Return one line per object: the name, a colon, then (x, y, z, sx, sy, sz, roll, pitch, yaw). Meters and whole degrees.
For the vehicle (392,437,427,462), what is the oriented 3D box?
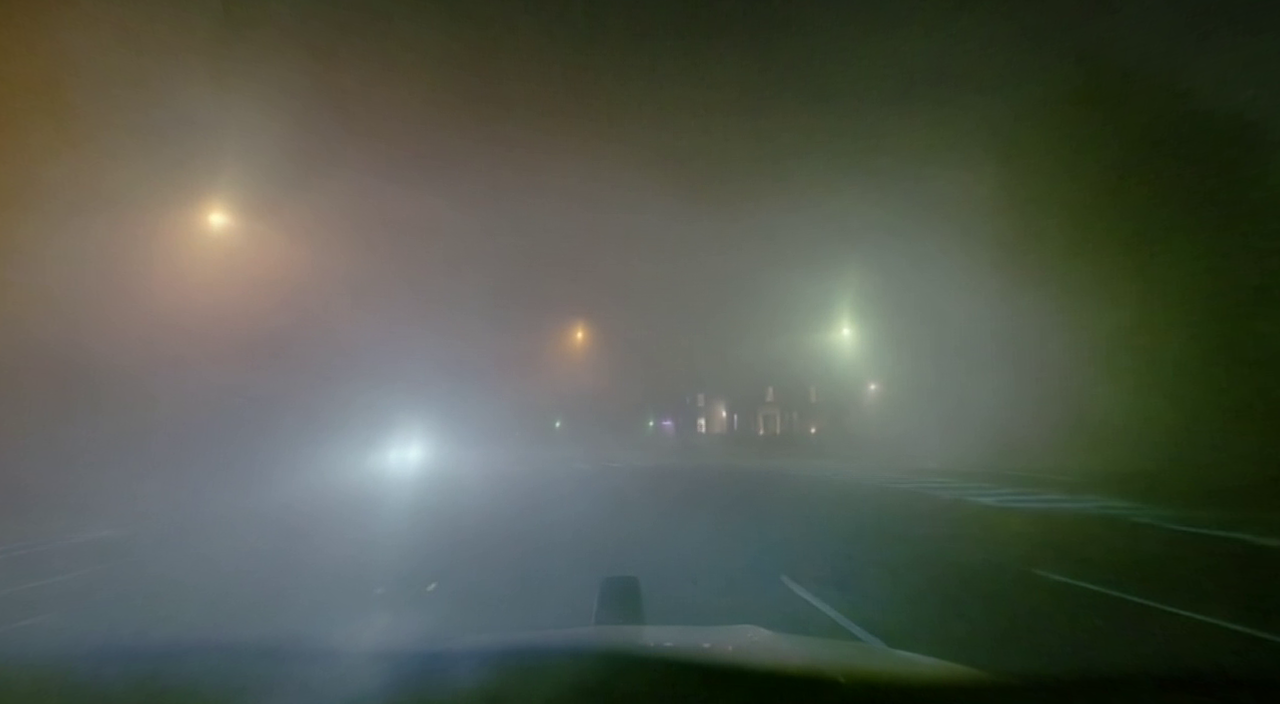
vehicle: (-17.634, 7.445, 48.268, 2.247, 1.801, 4.672, 3, -9, -22)
